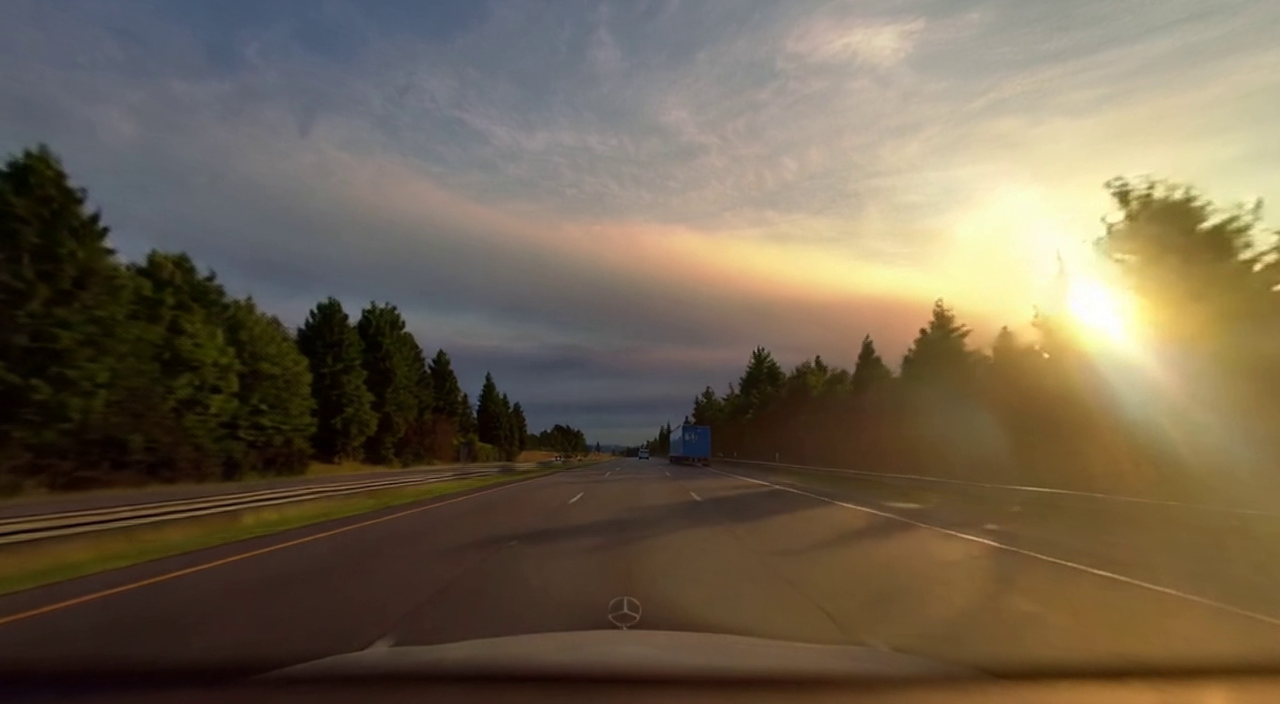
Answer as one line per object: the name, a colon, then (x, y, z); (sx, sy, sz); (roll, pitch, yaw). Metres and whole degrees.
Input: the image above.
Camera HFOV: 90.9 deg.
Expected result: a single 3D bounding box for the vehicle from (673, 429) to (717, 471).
vehicle: (3.908, 7.191, 46.166); (2.572, 2.795, 5.978); (0, -9, -1)
